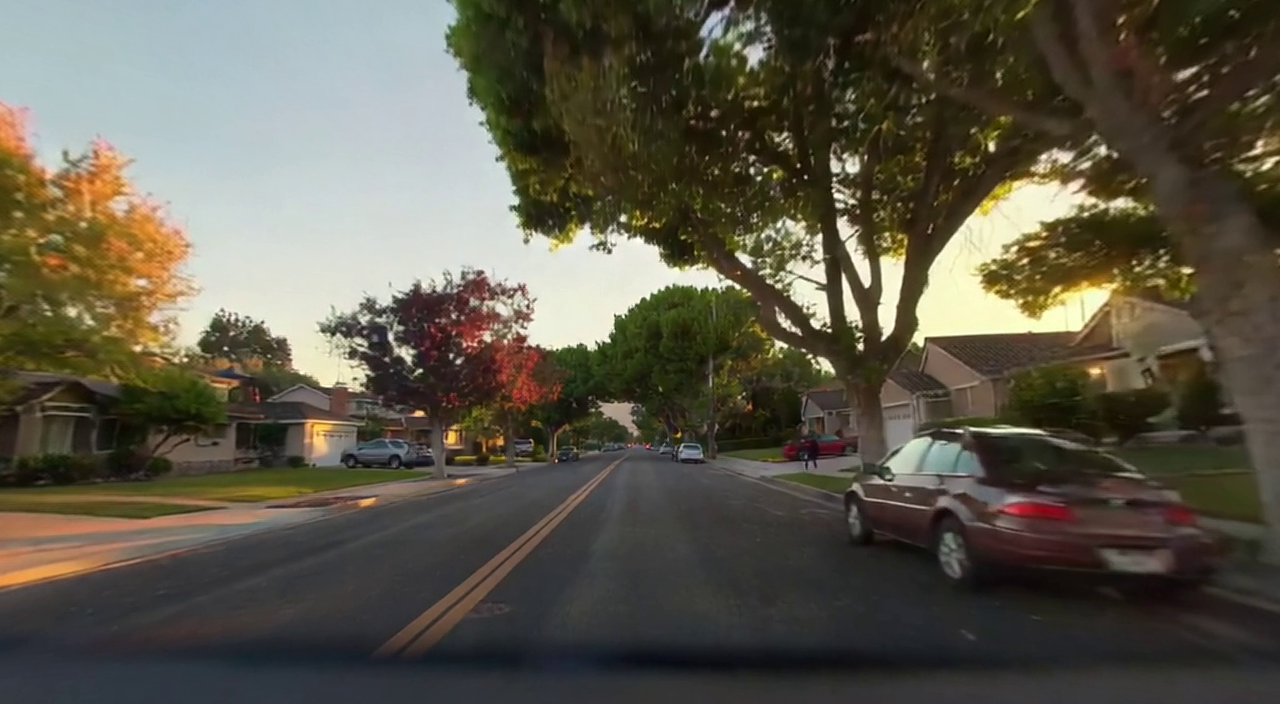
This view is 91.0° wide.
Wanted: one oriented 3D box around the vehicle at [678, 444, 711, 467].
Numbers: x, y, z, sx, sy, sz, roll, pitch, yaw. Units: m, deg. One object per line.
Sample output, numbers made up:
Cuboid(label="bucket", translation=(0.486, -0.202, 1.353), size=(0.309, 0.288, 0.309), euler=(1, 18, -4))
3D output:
Cuboid(label="vehicle", translation=(3.815, 7.347, 44.829), size=(1.917, 1.569, 4.460), euler=(0, -9, -1))

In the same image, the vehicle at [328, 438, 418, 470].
Cuboid(label="vehicle", translation=(-15.387, 5.886, 36.409), size=(4.320, 1.767, 1.951), euler=(0, -9, 3))

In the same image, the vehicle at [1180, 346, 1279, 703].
Cuboid(label="vehicle", translation=(3.936, 0.562, 0.590), size=(2.068, 1.838, 5.278), euler=(0, -9, -1))

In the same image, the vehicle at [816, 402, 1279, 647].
Cuboid(label="vehicle", translation=(3.679, 1.533, 6.775), size=(2.316, 1.695, 4.596), euler=(0, -8, 1))
